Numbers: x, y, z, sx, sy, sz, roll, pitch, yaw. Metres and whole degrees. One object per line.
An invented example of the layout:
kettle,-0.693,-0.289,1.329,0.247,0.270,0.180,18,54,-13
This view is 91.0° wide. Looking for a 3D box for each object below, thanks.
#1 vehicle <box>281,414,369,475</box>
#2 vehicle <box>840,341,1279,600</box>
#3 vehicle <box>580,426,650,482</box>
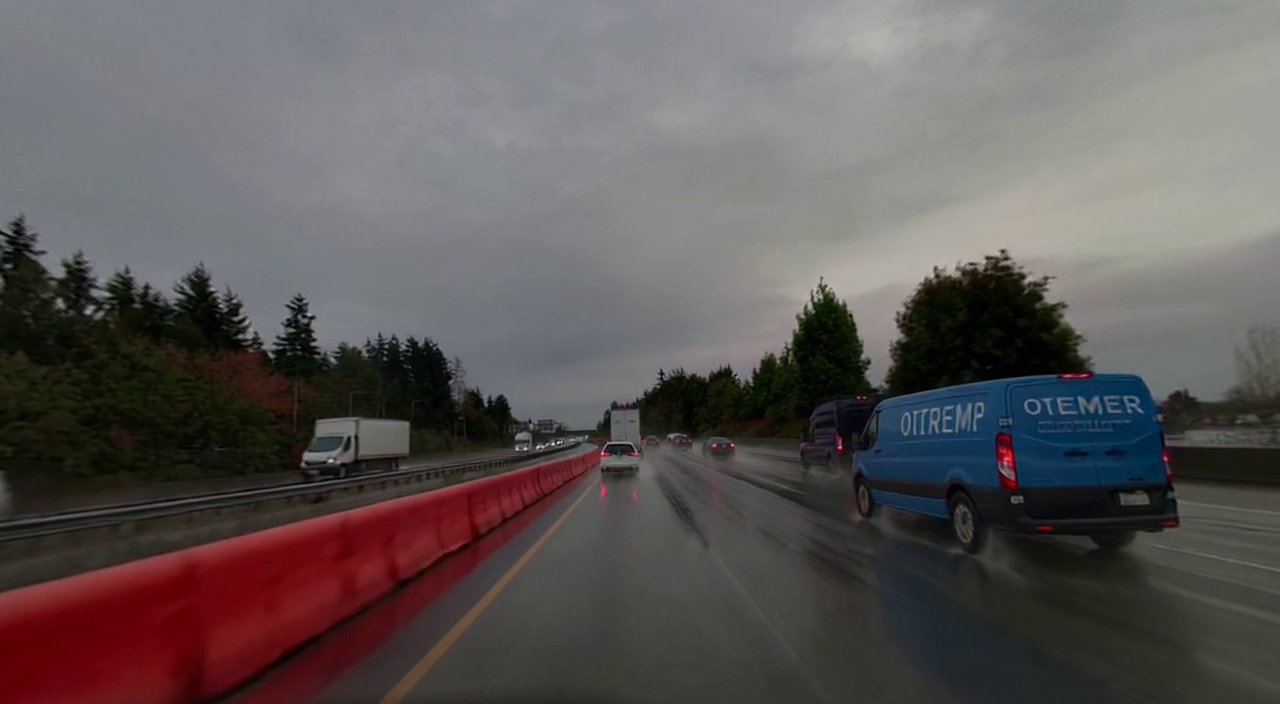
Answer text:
vehicle,-21.768,6.384,43.856,2.977,3.918,5.877,0,-8,0
vehicle,4.436,1.266,7.533,2.223,2.008,5.121,0,-8,-2
vehicle,-0.765,3.326,20.717,2.100,1.636,3.620,0,-8,-1
